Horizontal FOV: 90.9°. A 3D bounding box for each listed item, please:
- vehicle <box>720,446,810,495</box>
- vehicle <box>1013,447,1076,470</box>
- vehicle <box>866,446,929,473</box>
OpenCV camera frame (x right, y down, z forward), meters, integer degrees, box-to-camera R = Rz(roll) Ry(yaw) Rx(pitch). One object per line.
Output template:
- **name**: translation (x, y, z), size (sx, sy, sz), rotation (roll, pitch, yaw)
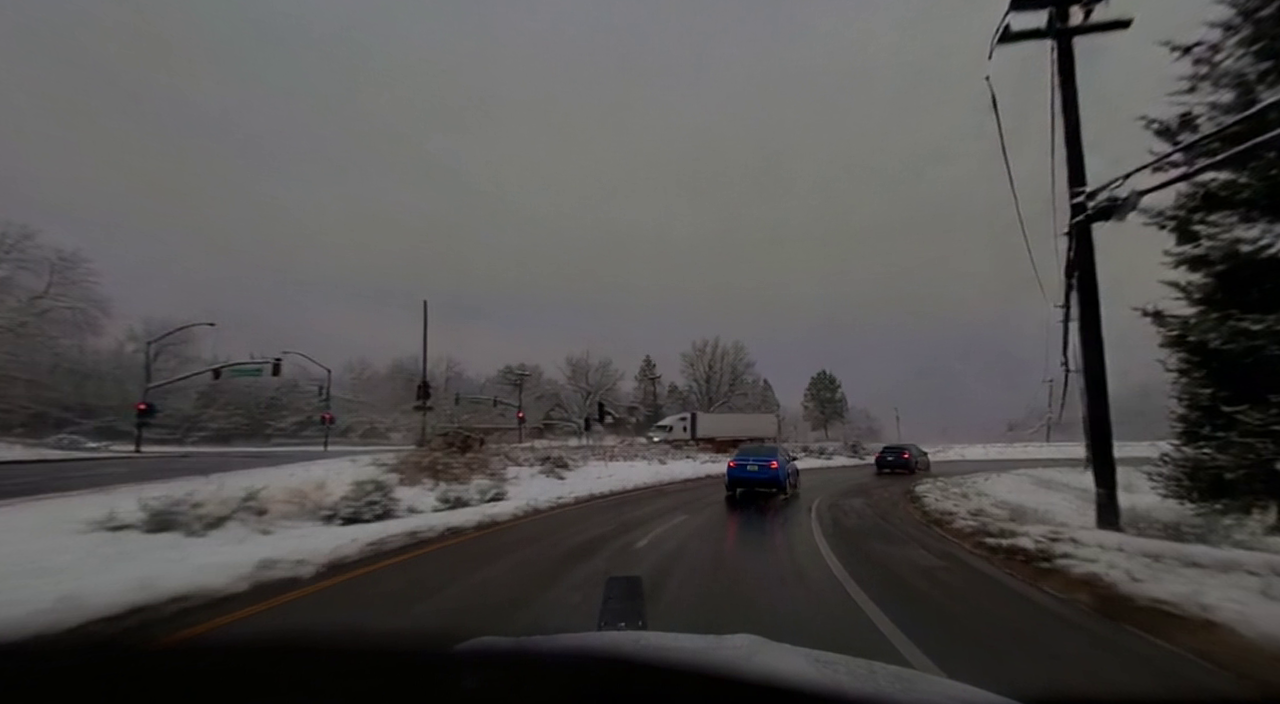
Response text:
- **vehicle**: translation (4.278, 3.845, 20.987), size (2.026, 1.407, 4.374), rotation (-4, -9, 23)
- **vehicle**: translation (29.975, 7.865, 46.711), size (4.102, 1.552, 1.931), rotation (4, -9, -26)
- **vehicle**: translation (14.923, 6.162, 36.428), size (1.836, 1.465, 4.307), rotation (-8, -11, 43)
